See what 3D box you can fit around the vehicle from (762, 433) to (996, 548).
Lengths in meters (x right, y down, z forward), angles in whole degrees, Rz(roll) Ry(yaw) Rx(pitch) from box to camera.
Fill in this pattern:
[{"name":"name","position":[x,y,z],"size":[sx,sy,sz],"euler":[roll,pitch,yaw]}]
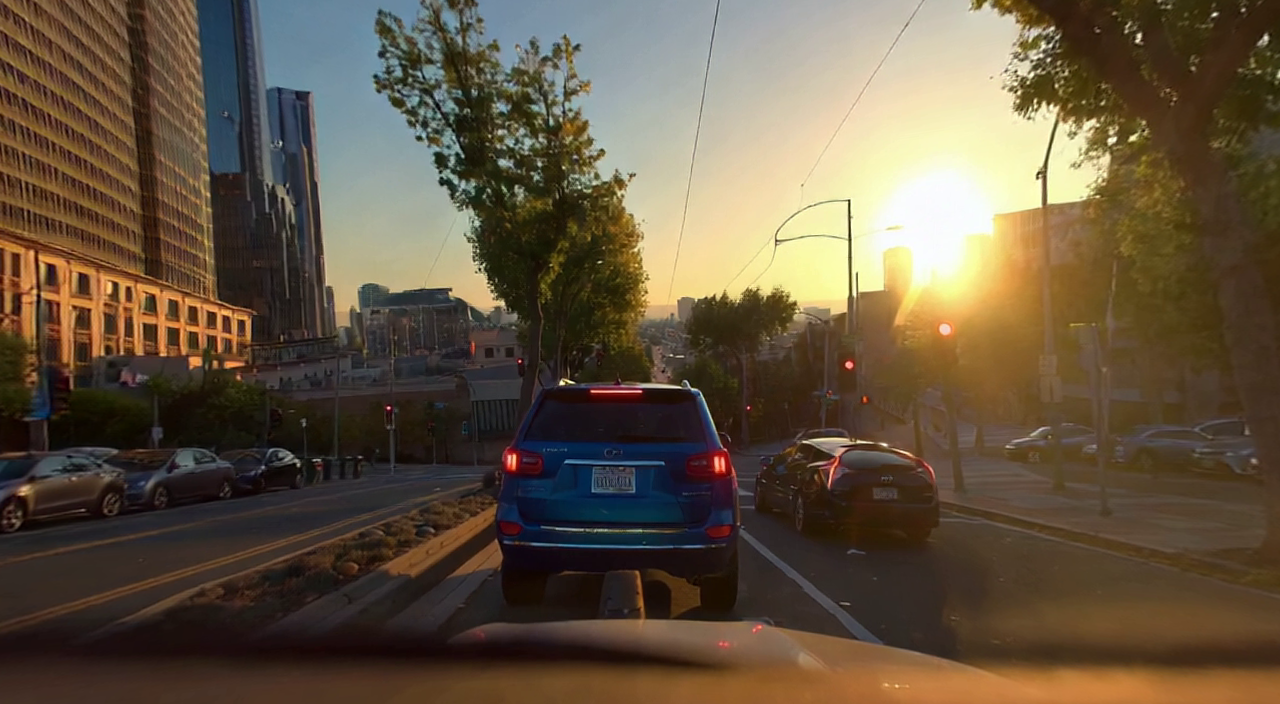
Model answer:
[{"name":"vehicle","position":[3.412,2.052,9.996],"size":[2.056,1.422,4.130],"euler":[0,-8,-1]}]

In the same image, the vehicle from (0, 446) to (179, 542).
[{"name":"vehicle","position":[-12.542,2.884,13.461],"size":[1.891,1.723,4.360],"euler":[0,-8,1]}]

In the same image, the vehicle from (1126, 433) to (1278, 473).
[{"name":"vehicle","position":[22.164,3.978,24.981],"size":[4.055,1.469,1.848],"euler":[-4,-9,26]}]

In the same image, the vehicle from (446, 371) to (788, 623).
[{"name":"vehicle","position":[-0.148,1.352,6.759],"size":[2.453,1.816,4.300],"euler":[0,-8,0]}]

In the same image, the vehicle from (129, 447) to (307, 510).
[{"name":"vehicle","position":[-12.527,3.740,19.140],"size":[2.207,1.648,4.675],"euler":[0,-8,-1]}]
